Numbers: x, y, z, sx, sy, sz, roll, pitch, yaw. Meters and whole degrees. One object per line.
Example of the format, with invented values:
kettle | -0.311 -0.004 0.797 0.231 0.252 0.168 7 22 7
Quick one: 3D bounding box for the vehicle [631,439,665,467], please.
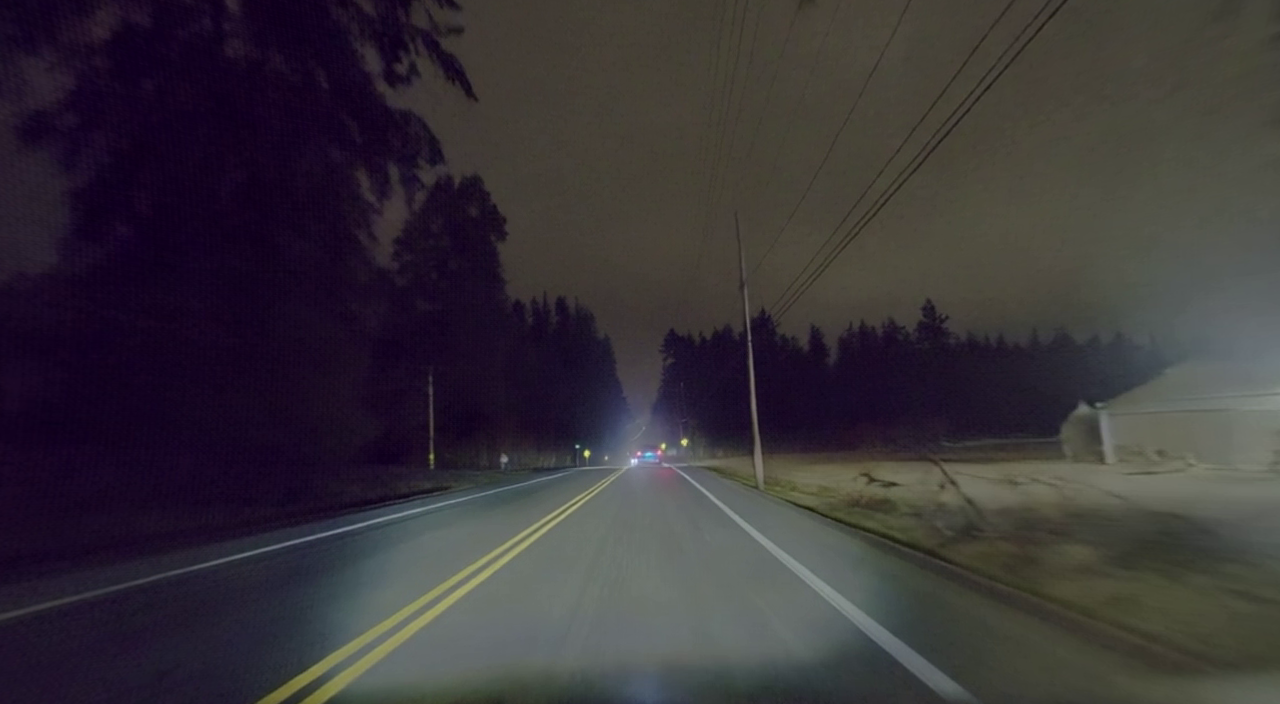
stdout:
vehicle | 0.586 7.702 48.255 2.468 2.056 4.422 0 -8 0
